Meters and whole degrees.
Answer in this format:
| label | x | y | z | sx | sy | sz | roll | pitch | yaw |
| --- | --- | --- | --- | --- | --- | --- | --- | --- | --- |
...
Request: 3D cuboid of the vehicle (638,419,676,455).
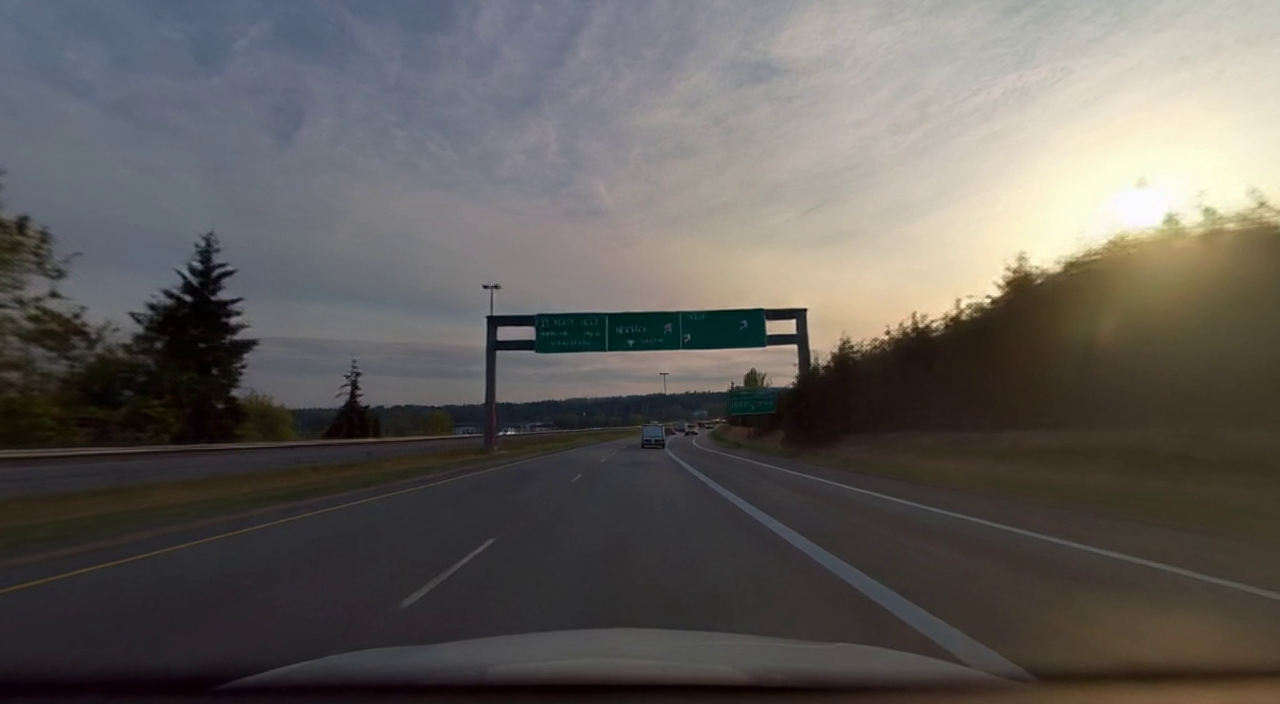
| label | x | y | z | sx | sy | sz | roll | pitch | yaw |
| --- | --- | --- | --- | --- | --- | --- | --- | --- | --- |
| vehicle | 1.191 | 5.919 | 43.769 | 2.450 | 2.314 | 4.753 | 0 | -8 | 2 |
